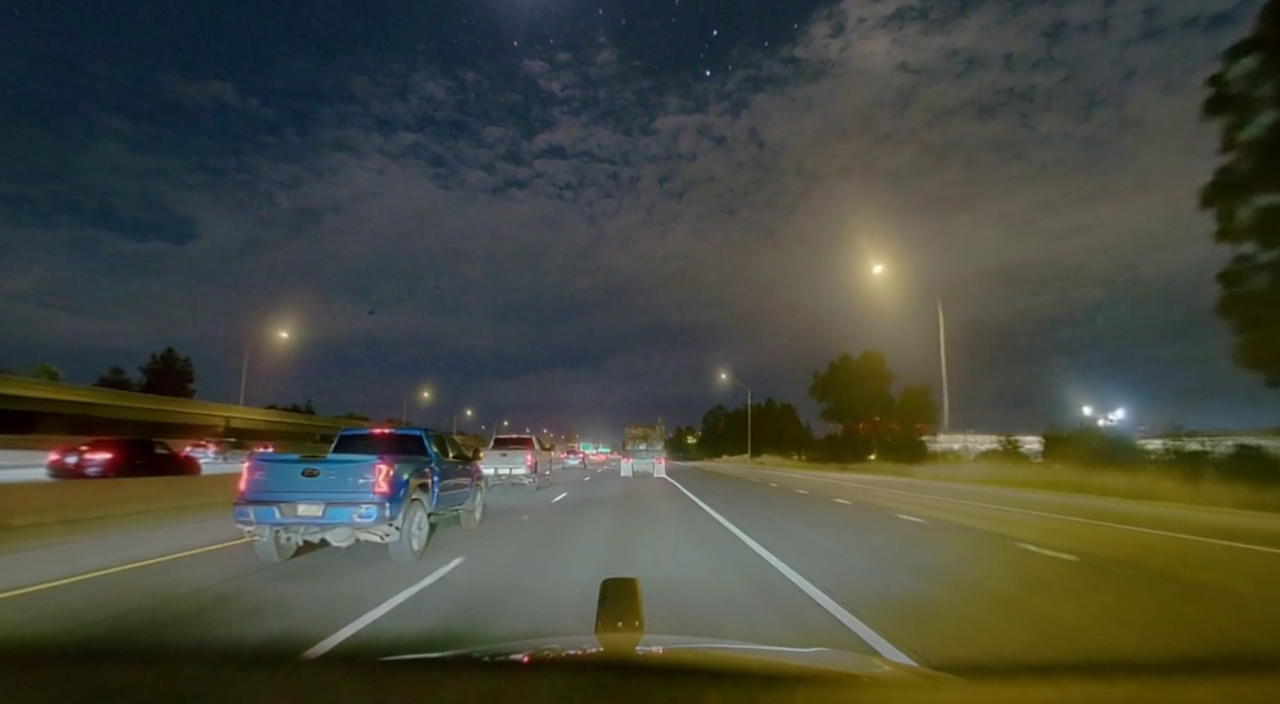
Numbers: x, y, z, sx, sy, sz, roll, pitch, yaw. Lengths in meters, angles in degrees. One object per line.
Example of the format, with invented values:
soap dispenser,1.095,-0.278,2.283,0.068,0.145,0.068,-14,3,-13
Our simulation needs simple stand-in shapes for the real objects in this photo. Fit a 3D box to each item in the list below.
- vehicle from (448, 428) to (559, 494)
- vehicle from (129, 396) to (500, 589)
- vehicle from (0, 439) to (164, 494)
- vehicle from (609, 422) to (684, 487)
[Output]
vehicle,-4.473,3.705,21.892,2.575,1.958,5.730,0,-9,0
vehicle,-3.714,1.740,8.679,2.303,1.835,5.044,0,-9,1
vehicle,-18.795,3.791,21.206,1.911,1.623,4.453,-1,-9,4
vehicle,0.122,4.579,28.488,2.886,2.471,7.692,0,-9,-2
